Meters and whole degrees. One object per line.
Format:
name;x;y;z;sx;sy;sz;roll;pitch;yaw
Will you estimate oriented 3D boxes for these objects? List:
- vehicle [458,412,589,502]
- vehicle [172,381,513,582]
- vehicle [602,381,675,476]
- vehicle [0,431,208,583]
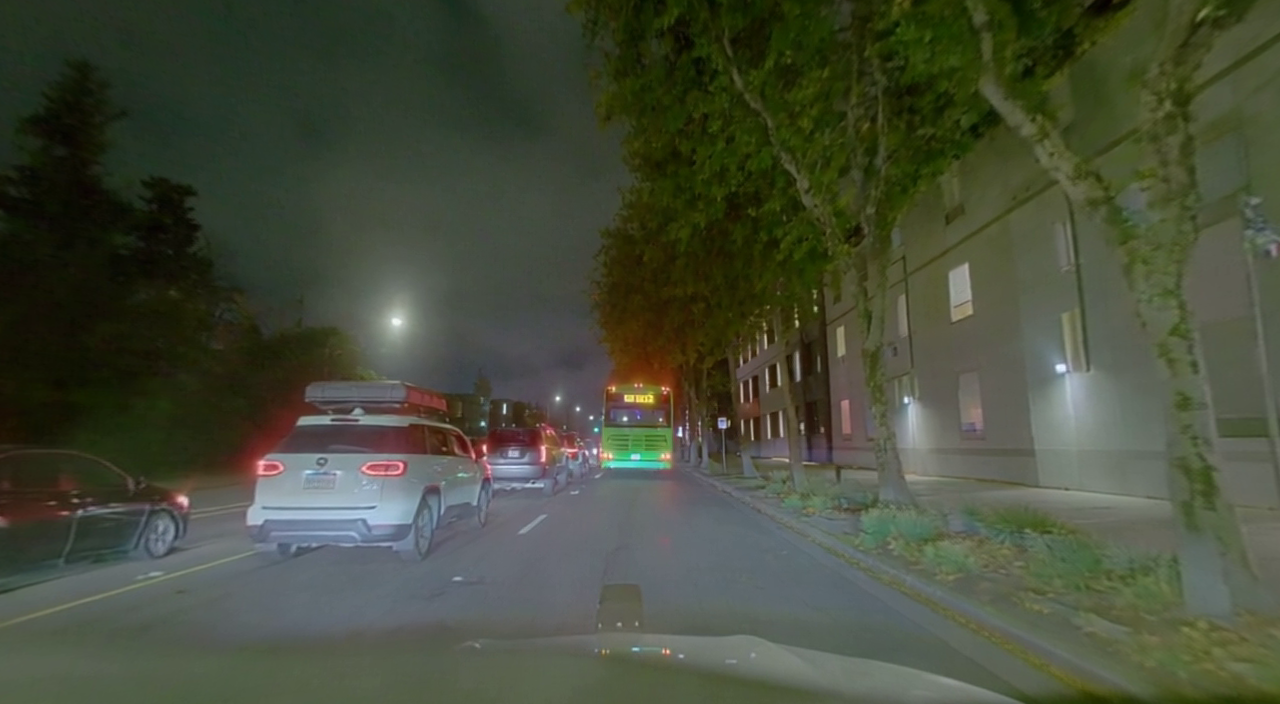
vehicle;-3.012;2.933;18.037;2.546;2.125;5.869;0;-9;1
vehicle;-3.332;1.610;8.576;2.095;1.892;5.043;0;-9;1
vehicle;-0.020;4.044;32.021;2.970;3.857;12.200;0;-9;0
vehicle;-7.293;1.633;6.926;1.986;1.473;4.465;0;-9;-1
